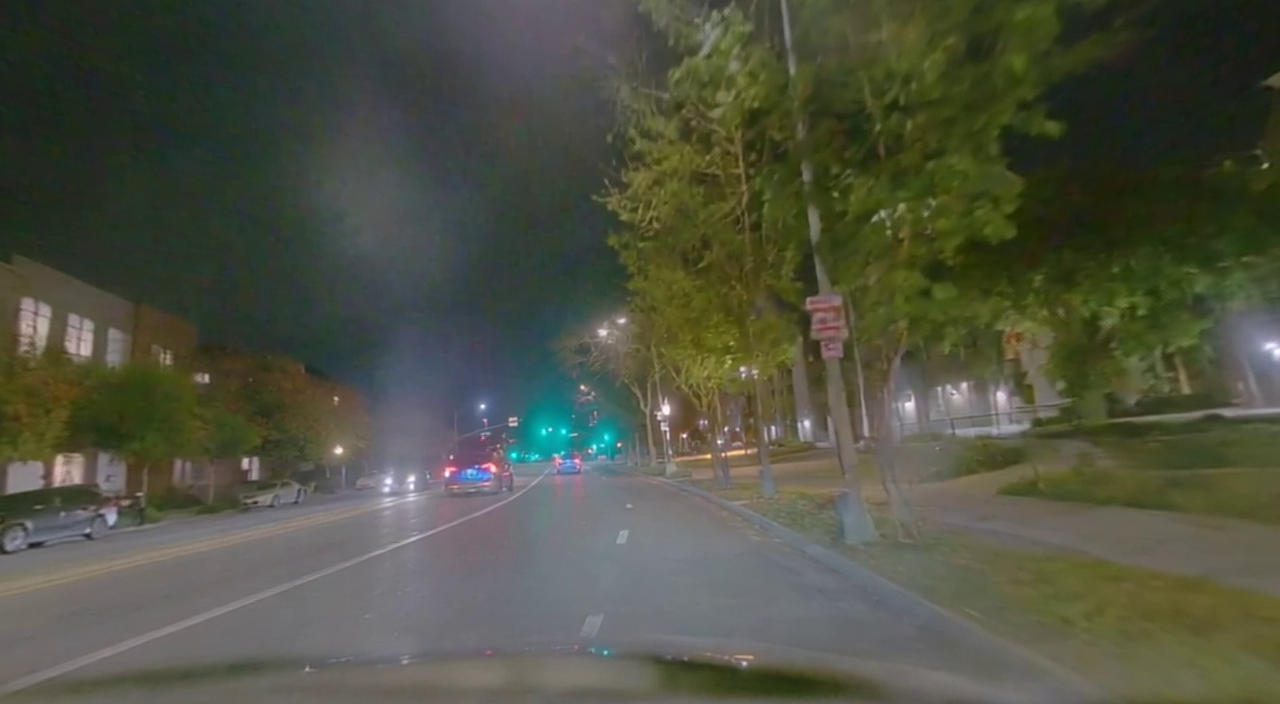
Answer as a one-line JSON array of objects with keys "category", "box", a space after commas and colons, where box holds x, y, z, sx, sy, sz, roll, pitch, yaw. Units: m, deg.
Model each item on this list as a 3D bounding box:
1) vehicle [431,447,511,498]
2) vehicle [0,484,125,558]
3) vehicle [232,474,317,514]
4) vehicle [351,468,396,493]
[{"category": "vehicle", "box": [-6.431, 4.603, 24.606, 2.097, 1.755, 4.336, 0, -9, -3]}, {"category": "vehicle", "box": [-16.245, 4.448, 16.775, 1.898, 1.477, 4.184, -2, -8, -5]}, {"category": "vehicle", "box": [-17.885, 6.907, 31.142, 1.874, 1.392, 4.633, -5, -8, -7]}, {"category": "vehicle", "box": [-19.636, 9.469, 46.715, 1.880, 1.476, 4.715, -2, -8, -8]}]
